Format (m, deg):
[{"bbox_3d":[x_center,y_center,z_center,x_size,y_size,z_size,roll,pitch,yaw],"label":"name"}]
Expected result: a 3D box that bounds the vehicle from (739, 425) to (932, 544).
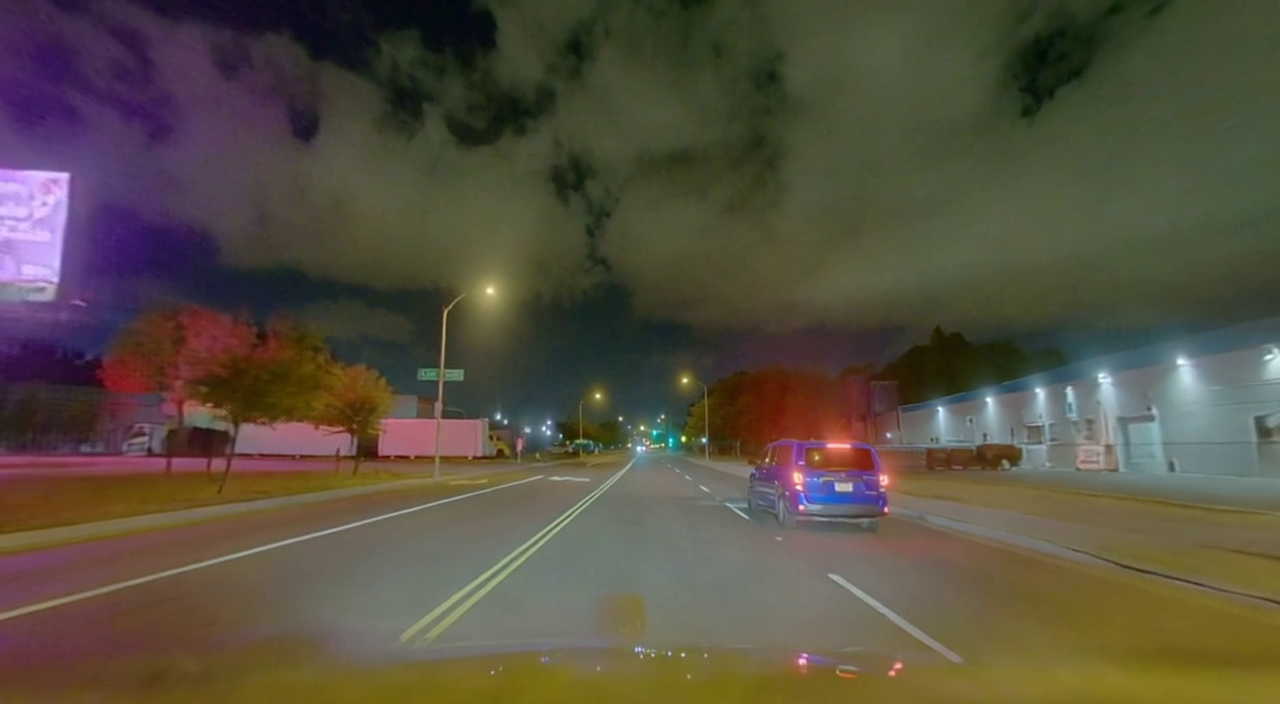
[{"bbox_3d":[3.435,2.441,12.313,2.202,1.822,4.826,0,-9,0],"label":"vehicle"}]
